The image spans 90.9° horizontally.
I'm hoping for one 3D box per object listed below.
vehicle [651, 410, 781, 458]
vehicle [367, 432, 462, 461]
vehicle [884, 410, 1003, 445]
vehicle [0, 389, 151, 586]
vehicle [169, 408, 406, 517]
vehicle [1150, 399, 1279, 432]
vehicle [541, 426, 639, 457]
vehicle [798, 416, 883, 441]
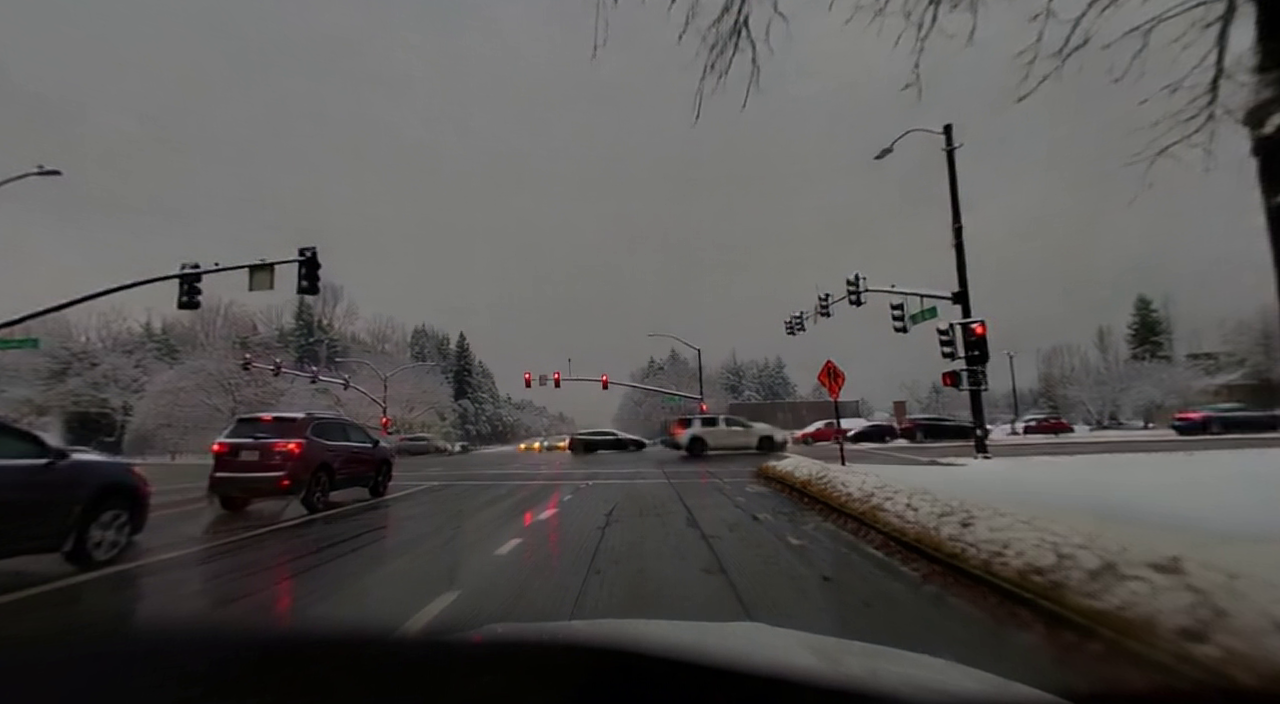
[{"bbox_3d":[3.101,3.422,26.128,5.084,1.824,2.050,-1,-8,6],"label":"vehicle"},{"bbox_3d":[-12.490,5.267,35.101,4.591,1.525,1.836,-1,-8,6],"label":"vehicle"},{"bbox_3d":[13.745,3.467,28.763,4.429,1.489,1.773,-1,-8,6],"label":"vehicle"},{"bbox_3d":[-6.682,1.128,5.037,1.967,1.741,4.385,0,-8,0],"label":"vehicle"},{"bbox_3d":[-6.383,2.060,12.232,1.785,1.678,4.729,-1,-8,1],"label":"vehicle"},{"bbox_3d":[28.442,3.150,30.982,4.836,1.508,1.875,-1,-8,6],"label":"vehicle"},{"bbox_3d":[-2.373,4.397,30.798,4.515,1.422,1.802,-1,-8,4],"label":"vehicle"},{"bbox_3d":[12.881,4.952,40.727,4.906,1.485,1.857,-1,-8,7],"label":"vehicle"}]
